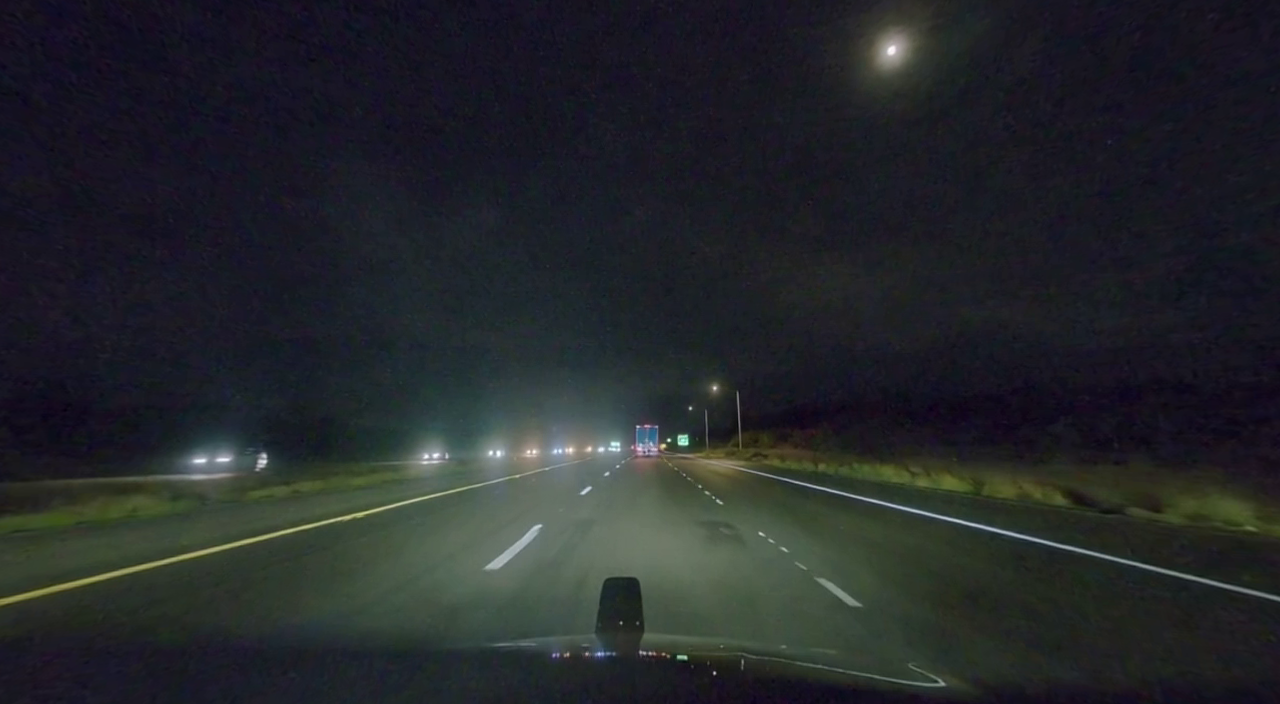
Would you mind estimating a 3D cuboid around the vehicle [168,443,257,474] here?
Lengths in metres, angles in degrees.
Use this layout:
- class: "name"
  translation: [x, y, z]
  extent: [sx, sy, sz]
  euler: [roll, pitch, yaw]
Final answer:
- class: "vehicle"
  translation: [-29.024, 7.243, 43.038]
  extent: [2.151, 1.953, 5.547]
  euler: [0, -9, 1]
